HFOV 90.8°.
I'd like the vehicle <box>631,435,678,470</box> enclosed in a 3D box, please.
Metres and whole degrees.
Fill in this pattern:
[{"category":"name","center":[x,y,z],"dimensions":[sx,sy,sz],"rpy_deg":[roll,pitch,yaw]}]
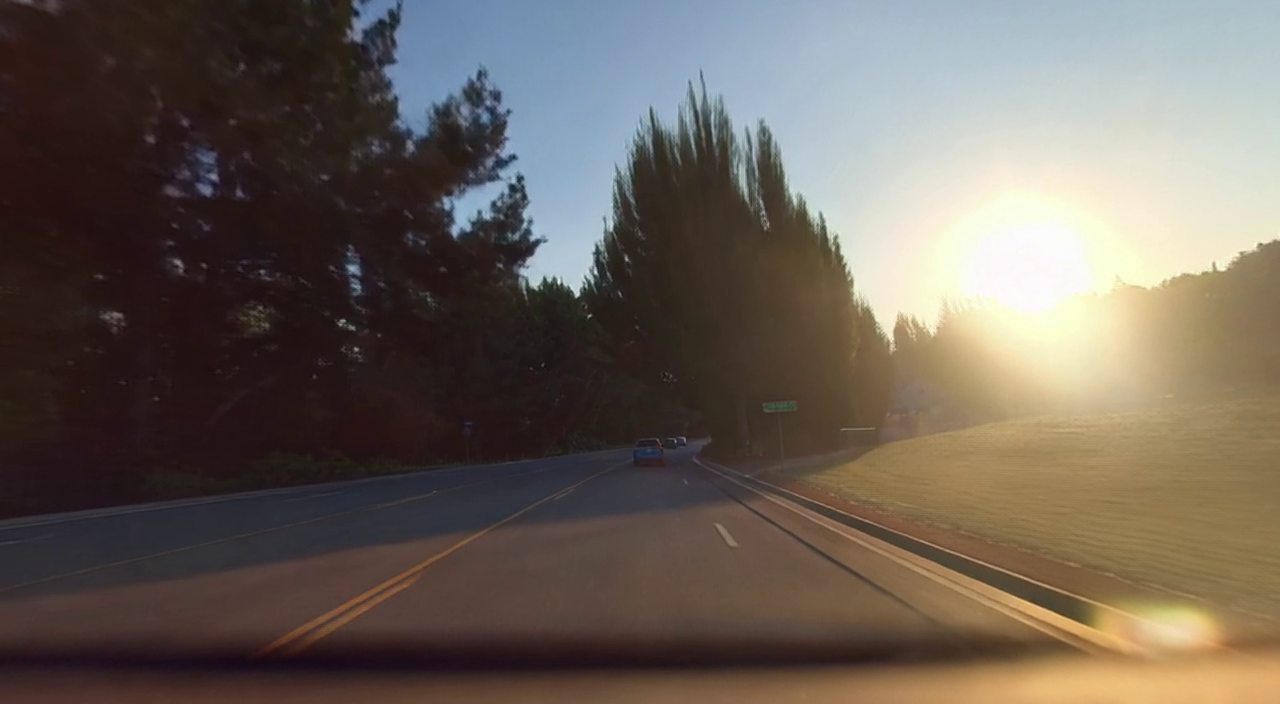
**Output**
[{"category":"vehicle","center":[0.817,5.263,33.252],"dimensions":[2.294,1.708,4.110],"rpy_deg":[0,-9,4]}]
